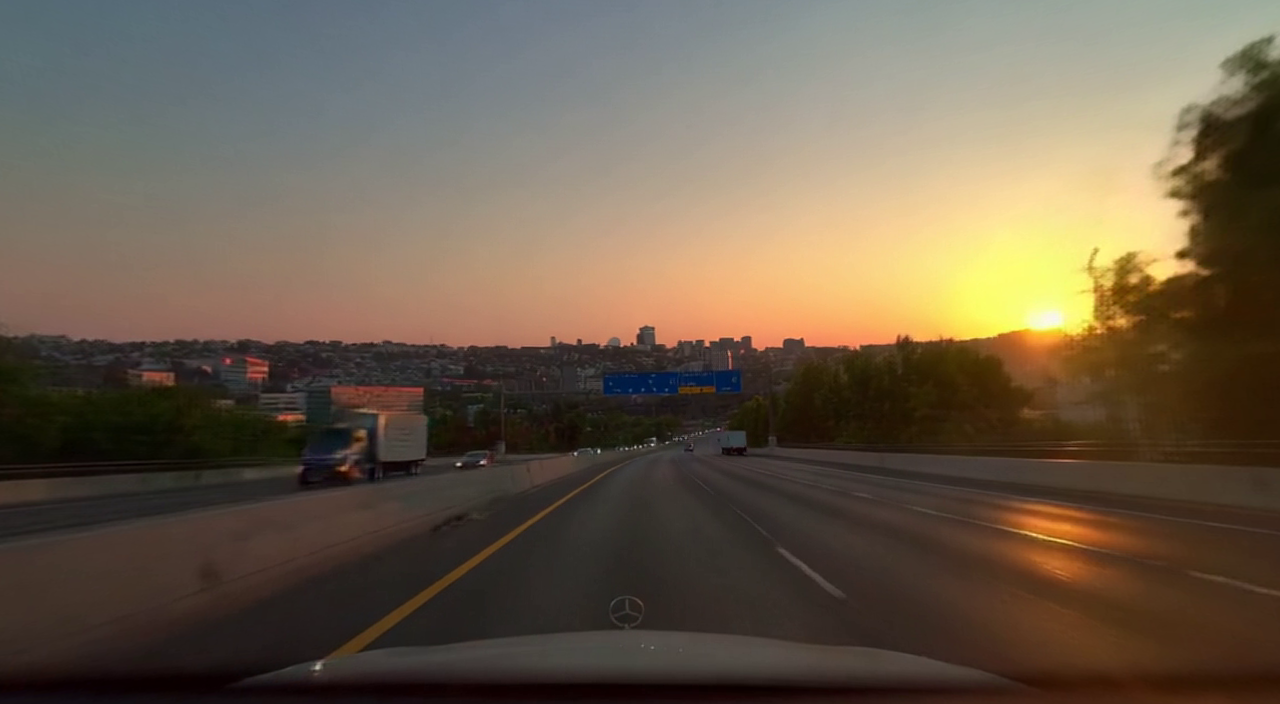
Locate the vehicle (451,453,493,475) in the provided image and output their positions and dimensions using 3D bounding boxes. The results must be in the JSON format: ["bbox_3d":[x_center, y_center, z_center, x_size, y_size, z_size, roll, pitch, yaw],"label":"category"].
[{"bbox_3d":[-12.217,8.152,45.900,1.834,1.504,3.952,0,-9,2],"label":"vehicle"}]

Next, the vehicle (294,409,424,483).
[{"bbox_3d":[-16.856,5.836,38.887,2.968,3.924,10.428,0,-9,2],"label":"vehicle"}]
